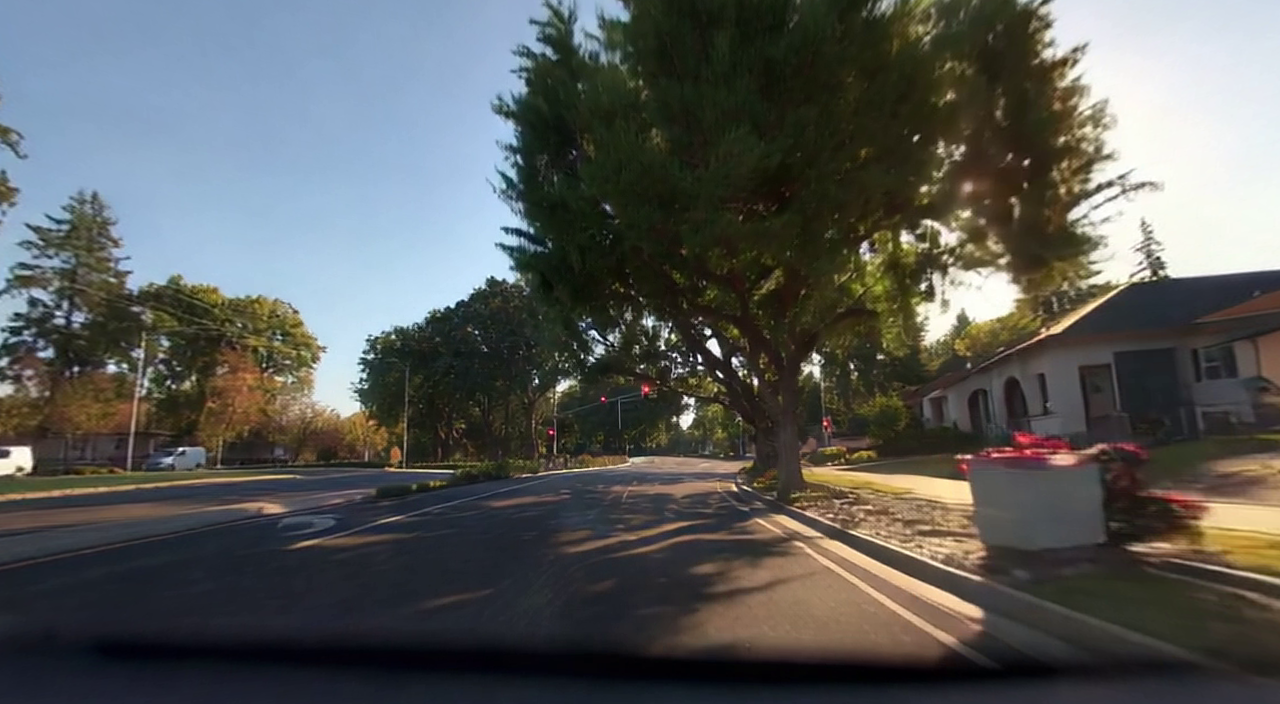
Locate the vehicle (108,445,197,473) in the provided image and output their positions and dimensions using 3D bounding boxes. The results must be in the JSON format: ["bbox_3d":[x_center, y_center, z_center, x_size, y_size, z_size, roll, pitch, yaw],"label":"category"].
[{"bbox_3d":[-33.365,7.321,43.357,1.913,1.779,4.959,-1,-9,4],"label":"vehicle"}]
